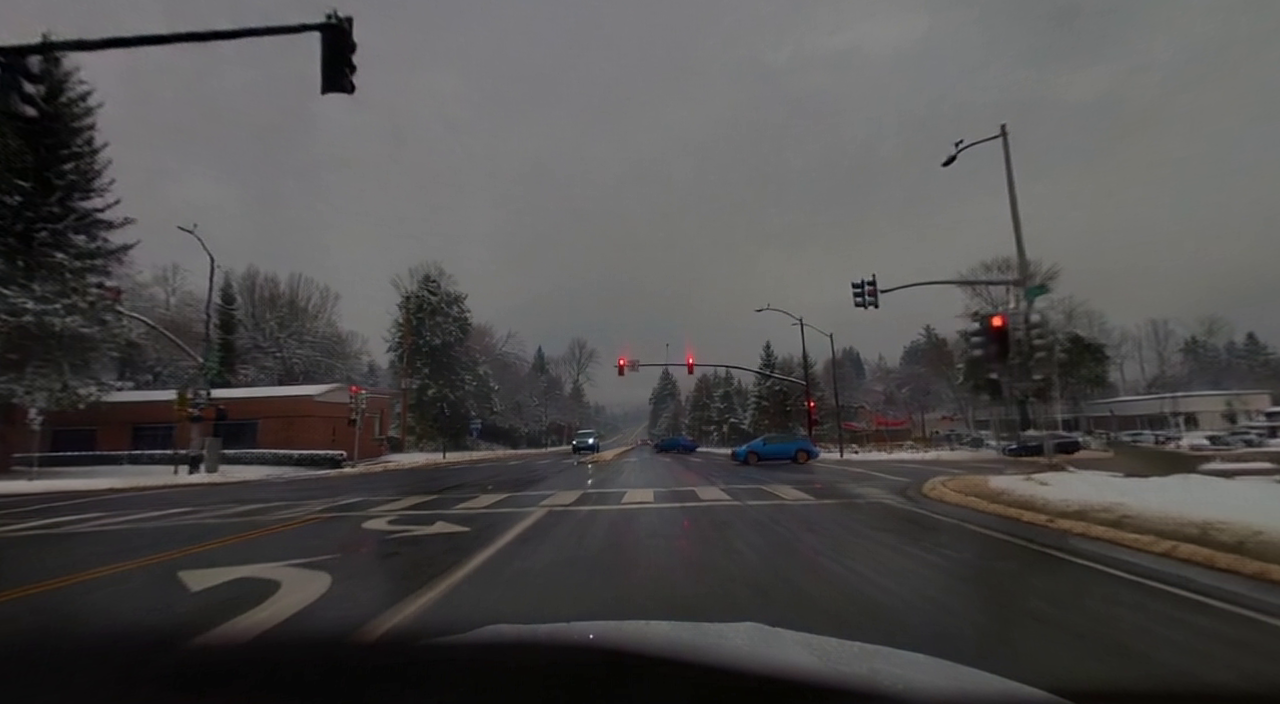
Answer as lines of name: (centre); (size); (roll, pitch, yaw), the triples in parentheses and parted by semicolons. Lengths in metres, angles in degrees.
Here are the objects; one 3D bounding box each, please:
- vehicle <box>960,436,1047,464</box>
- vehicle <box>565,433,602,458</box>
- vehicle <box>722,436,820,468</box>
vehicle: (21.024, 5.673, 36.464); (4.377, 1.523, 1.877); (3, -9, -19)
vehicle: (-3.794, 6.393, 43.195); (2.140, 1.638, 4.259); (0, -8, 0)
vehicle: (6.543, 4.962, 31.385); (4.528, 1.482, 1.864); (4, -9, -26)
